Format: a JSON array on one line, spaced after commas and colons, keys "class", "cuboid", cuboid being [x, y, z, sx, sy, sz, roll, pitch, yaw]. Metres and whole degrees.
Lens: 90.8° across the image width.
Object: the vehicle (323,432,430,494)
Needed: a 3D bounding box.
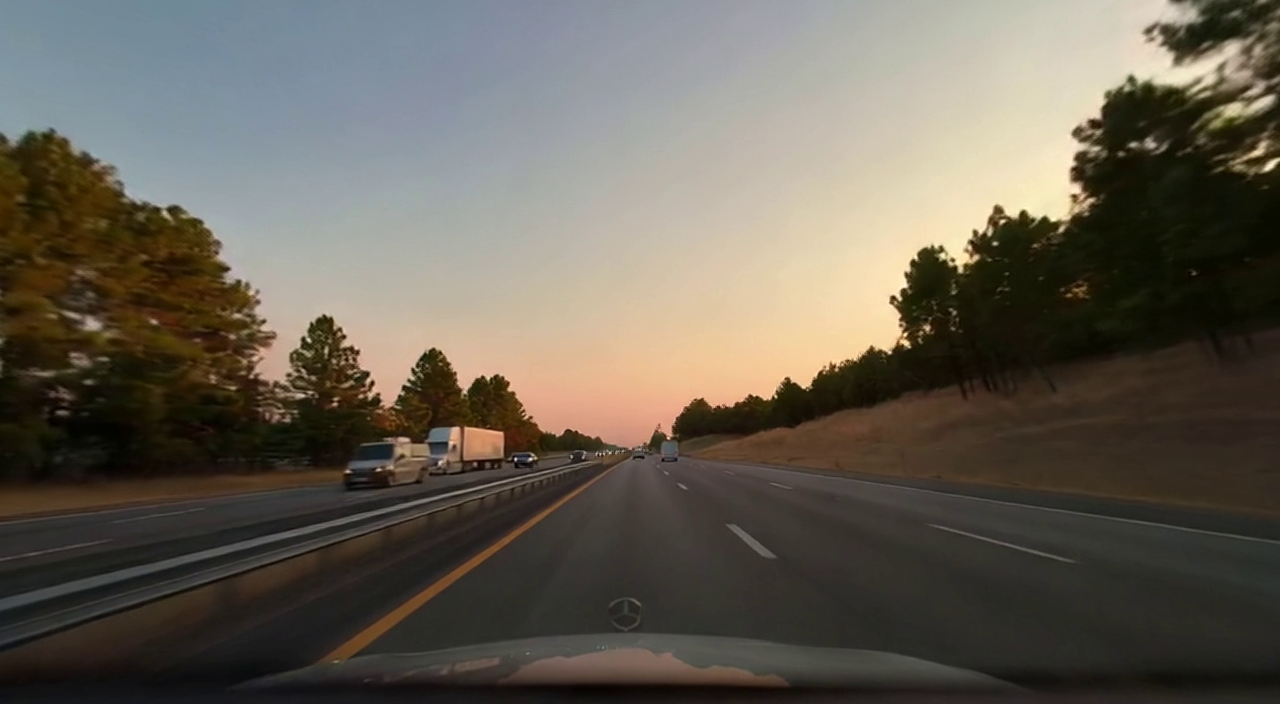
[{"class": "vehicle", "cuboid": [-12.398, 5.254, 30.396, 2.392, 2.623, 6.454, 0, -9, 0]}]
